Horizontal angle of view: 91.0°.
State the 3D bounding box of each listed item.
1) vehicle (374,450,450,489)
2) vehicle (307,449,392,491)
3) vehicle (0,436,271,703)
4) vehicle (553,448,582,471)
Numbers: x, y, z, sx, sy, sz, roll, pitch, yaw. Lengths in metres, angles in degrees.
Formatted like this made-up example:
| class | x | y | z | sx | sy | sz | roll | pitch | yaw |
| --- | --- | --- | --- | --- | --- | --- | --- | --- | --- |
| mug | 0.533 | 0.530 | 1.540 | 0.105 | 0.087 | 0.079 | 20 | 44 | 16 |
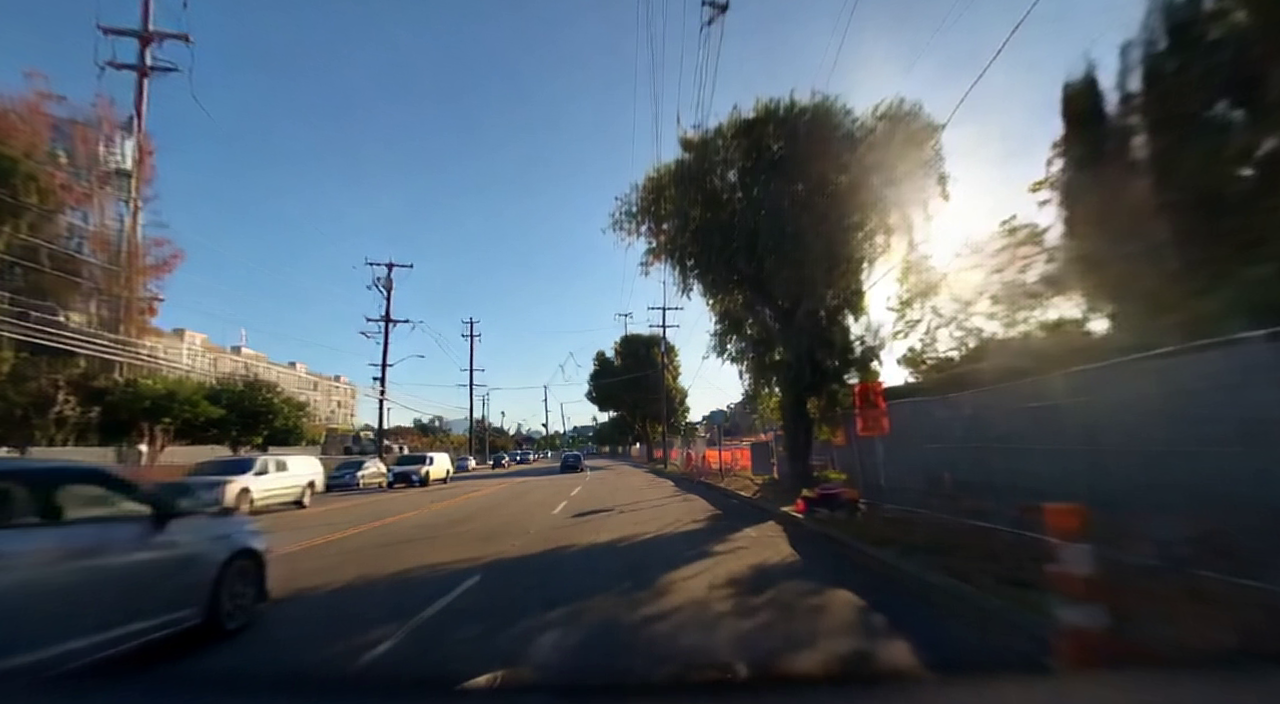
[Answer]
| class | x | y | z | sx | sy | sz | roll | pitch | yaw |
| --- | --- | --- | --- | --- | --- | --- | --- | --- | --- |
| vehicle | -10.744 | 5.545 | 30.079 | 2.043 | 1.654 | 4.642 | 1 | -9 | -2 |
| vehicle | -14.831 | 6.018 | 32.502 | 2.165 | 1.907 | 5.062 | 1 | -9 | -3 |
| vehicle | -3.669 | 1.025 | 2.185 | 2.020 | 1.489 | 4.469 | 1 | -9 | 0 |
| vehicle | -5.319 | 7.940 | 46.691 | 1.992 | 1.515 | 4.289 | 1 | -9 | -5 |
